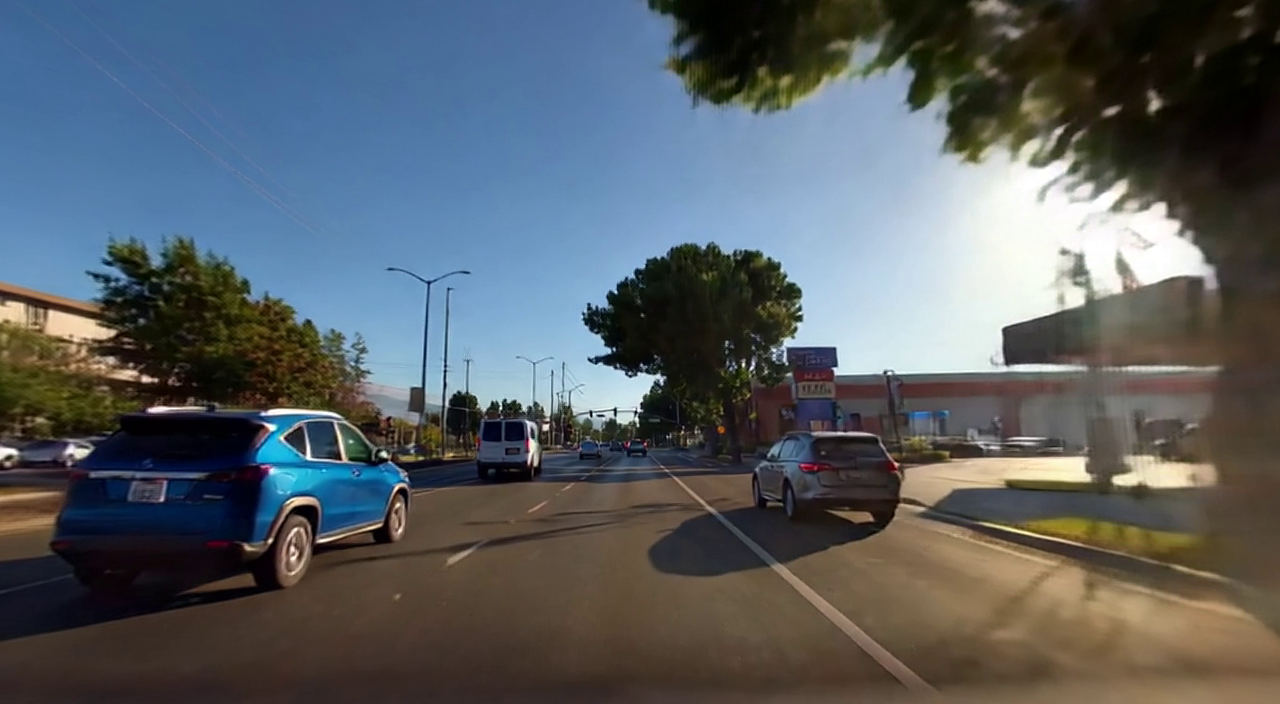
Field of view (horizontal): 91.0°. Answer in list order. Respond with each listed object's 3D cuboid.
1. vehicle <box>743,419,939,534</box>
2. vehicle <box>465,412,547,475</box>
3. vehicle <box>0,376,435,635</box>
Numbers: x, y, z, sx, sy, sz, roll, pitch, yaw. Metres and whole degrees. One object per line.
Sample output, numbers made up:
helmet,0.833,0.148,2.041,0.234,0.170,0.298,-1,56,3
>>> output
vehicle,3.582,2.341,12.434,2.167,1.792,4.835,1,-9,-1
vehicle,-6.089,4.336,29.688,2.863,2.592,6.410,1,-9,-4
vehicle,-3.887,1.359,6.498,2.038,1.748,4.303,0,-9,0
